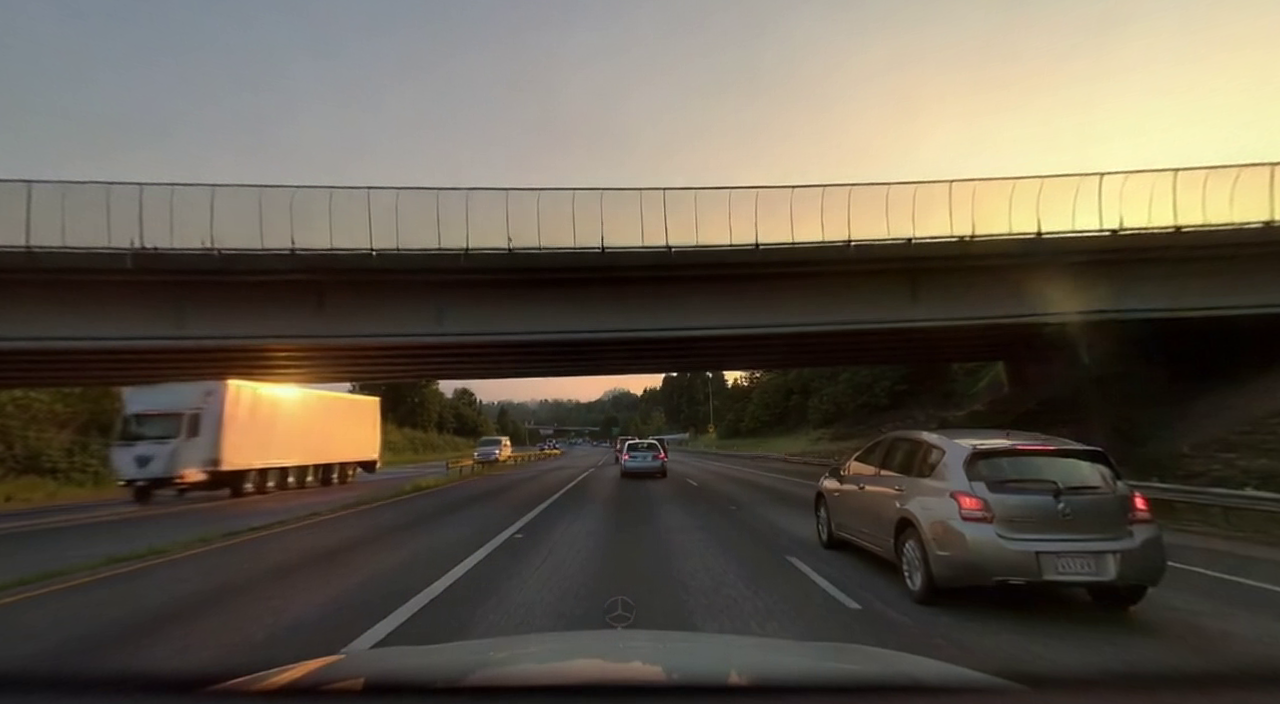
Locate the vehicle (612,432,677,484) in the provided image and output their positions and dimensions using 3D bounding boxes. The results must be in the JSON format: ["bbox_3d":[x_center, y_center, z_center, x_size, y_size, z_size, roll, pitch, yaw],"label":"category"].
[{"bbox_3d":[0.085,3.693,22.327,2.092,1.636,4.024,0,-8,-2],"label":"vehicle"}]

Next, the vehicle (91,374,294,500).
[{"bbox_3d":[-15.847,3.102,22.982,3.032,3.983,5.800,0,-8,-1],"label":"vehicle"}]

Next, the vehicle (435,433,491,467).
[{"bbox_3d":[-12.211,6.789,43.752,2.418,2.195,4.922,-1,-8,0],"label":"vehicle"}]
